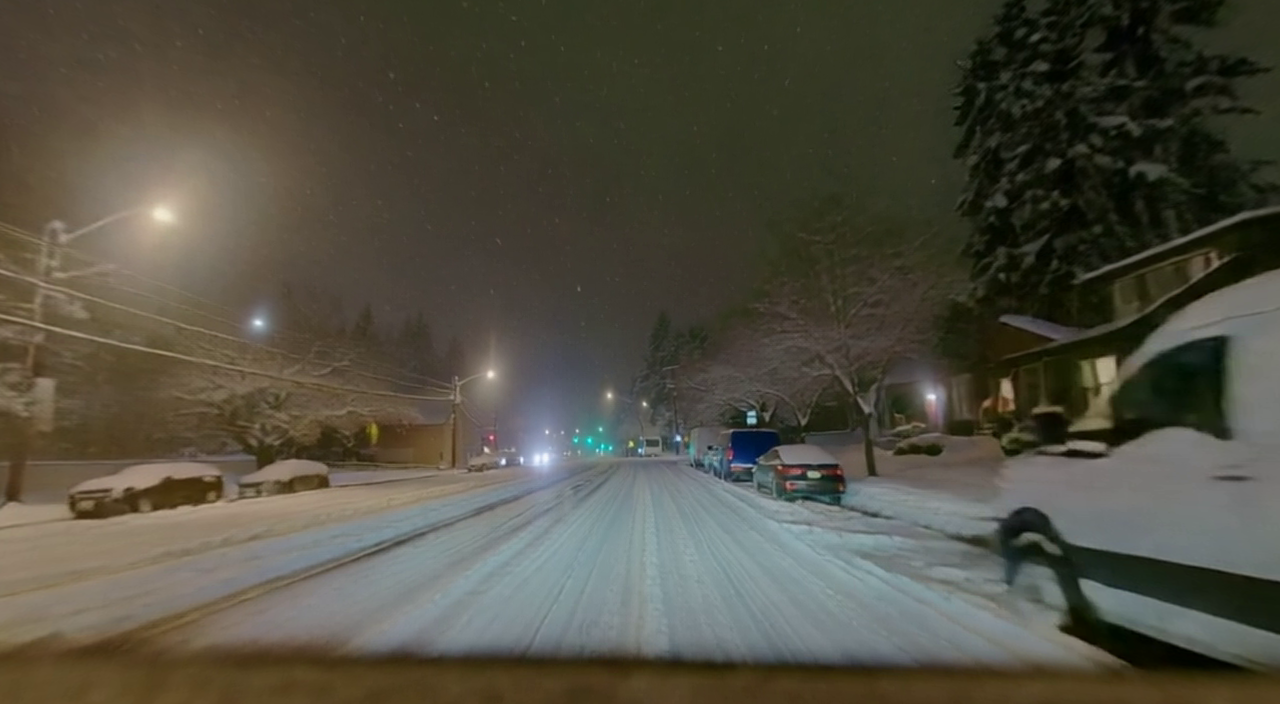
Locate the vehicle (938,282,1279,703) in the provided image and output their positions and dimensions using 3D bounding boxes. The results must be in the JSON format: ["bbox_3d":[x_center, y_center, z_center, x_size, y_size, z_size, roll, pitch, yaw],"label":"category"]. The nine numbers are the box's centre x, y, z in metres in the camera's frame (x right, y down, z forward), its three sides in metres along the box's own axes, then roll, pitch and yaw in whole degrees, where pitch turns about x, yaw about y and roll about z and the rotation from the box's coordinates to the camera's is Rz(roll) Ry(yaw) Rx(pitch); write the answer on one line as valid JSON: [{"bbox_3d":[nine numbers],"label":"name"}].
[{"bbox_3d":[3.714,0.696,2.232,2.372,2.008,6.181,0,-9,1],"label":"vehicle"}]

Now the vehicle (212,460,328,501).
[{"bbox_3d":[-15.266,5.290,26.279,1.944,1.454,4.581,-1,-9,2],"label":"vehicle"}]

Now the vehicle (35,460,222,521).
[{"bbox_3d":[-15.168,4.089,19.023,1.992,1.517,4.426,0,-9,-2],"label":"vehicle"}]

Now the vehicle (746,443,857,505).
[{"bbox_3d":[4.238,3.258,17.267,1.804,1.432,4.594,0,-9,0],"label":"vehicle"}]

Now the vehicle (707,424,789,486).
[{"bbox_3d":[4.132,4.083,25.120,2.293,2.171,5.871,0,-9,1],"label":"vehicle"}]
